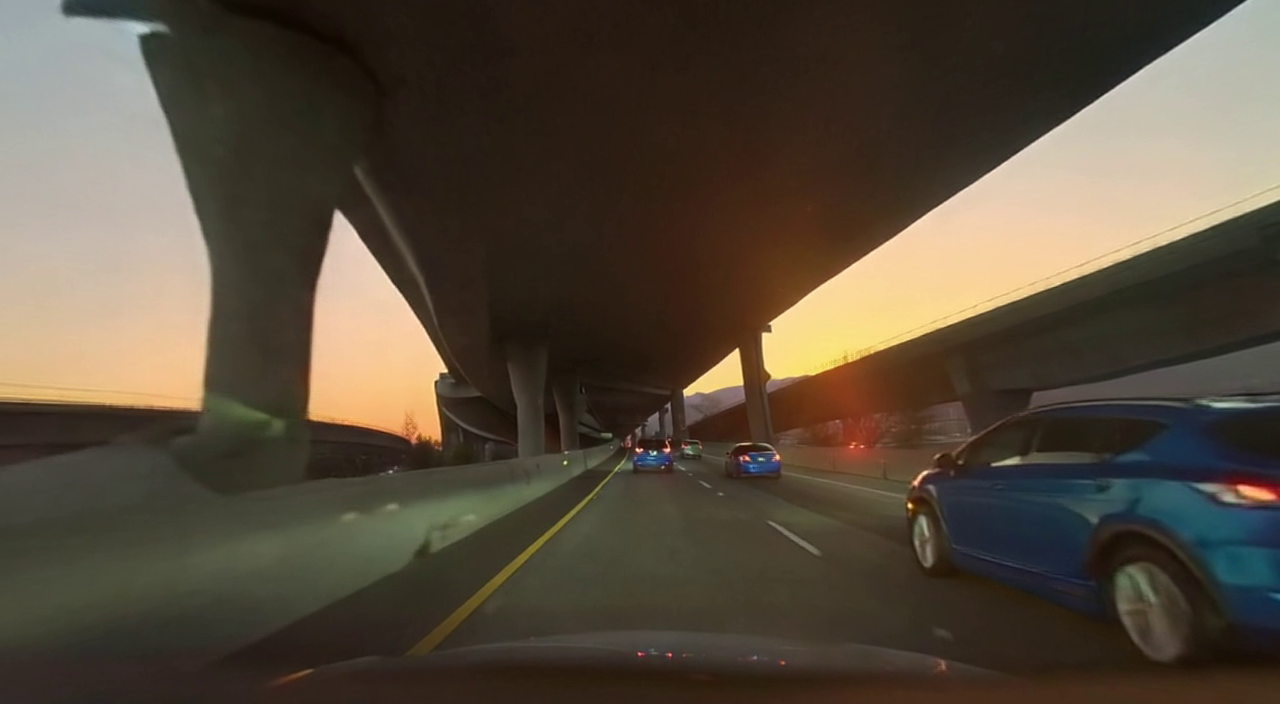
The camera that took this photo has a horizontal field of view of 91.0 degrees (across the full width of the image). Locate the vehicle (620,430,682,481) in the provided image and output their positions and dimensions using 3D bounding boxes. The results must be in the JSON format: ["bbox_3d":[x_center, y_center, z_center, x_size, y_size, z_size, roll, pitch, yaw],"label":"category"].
[{"bbox_3d":[0.421,4.156,25.423,2.264,1.841,4.583,0,-9,0],"label":"vehicle"}]

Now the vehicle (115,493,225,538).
[{"bbox_3d":[-22.789,7.907,30.828,1.920,1.675,4.655,1,-9,-2],"label":"vehicle"}]

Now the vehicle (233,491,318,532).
[{"bbox_3d":[-18.991,8.294,33.071,1.939,1.689,4.298,1,-9,-2],"label":"vehicle"}]

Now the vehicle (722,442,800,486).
[{"bbox_3d":[4.463,4.208,23.918,2.047,1.500,4.017,1,-9,-2],"label":"vehicle"}]

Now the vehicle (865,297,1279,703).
[{"bbox_3d":[4.050,1.117,5.002,2.404,2.014,5.655,0,-9,0],"label":"vehicle"}]
